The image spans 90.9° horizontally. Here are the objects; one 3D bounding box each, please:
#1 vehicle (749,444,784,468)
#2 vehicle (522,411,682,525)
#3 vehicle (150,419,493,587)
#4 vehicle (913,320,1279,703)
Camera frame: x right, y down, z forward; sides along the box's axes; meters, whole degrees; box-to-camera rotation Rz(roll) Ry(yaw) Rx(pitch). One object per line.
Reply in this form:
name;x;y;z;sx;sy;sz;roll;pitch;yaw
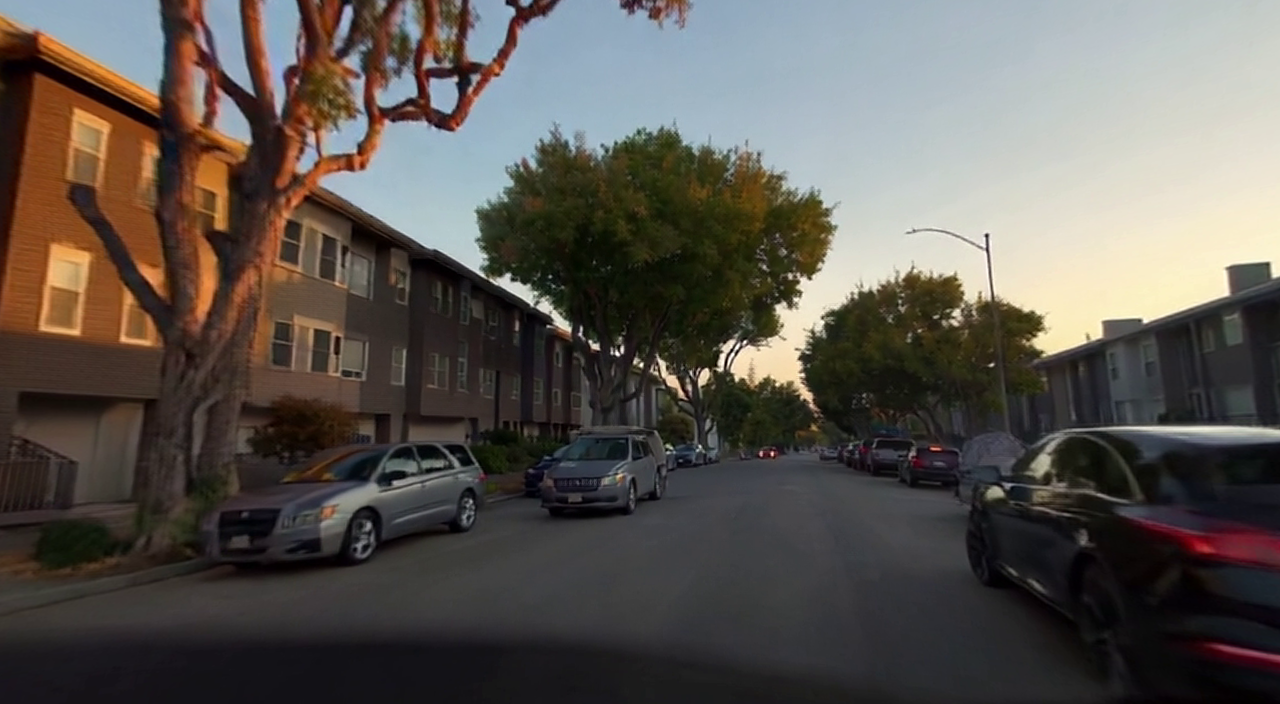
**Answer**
vehicle;8.495;6.905;42.101;1.971;1.476;4.593;-3;-9;15
vehicle;-0.583;2.515;14.201;2.197;2.047;4.985;-2;-9;13
vehicle;-4.083;1.988;9.244;2.002;1.774;4.568;-2;-9;11
vehicle;3.467;1.087;4.183;2.055;1.717;5.172;-2;-9;13
